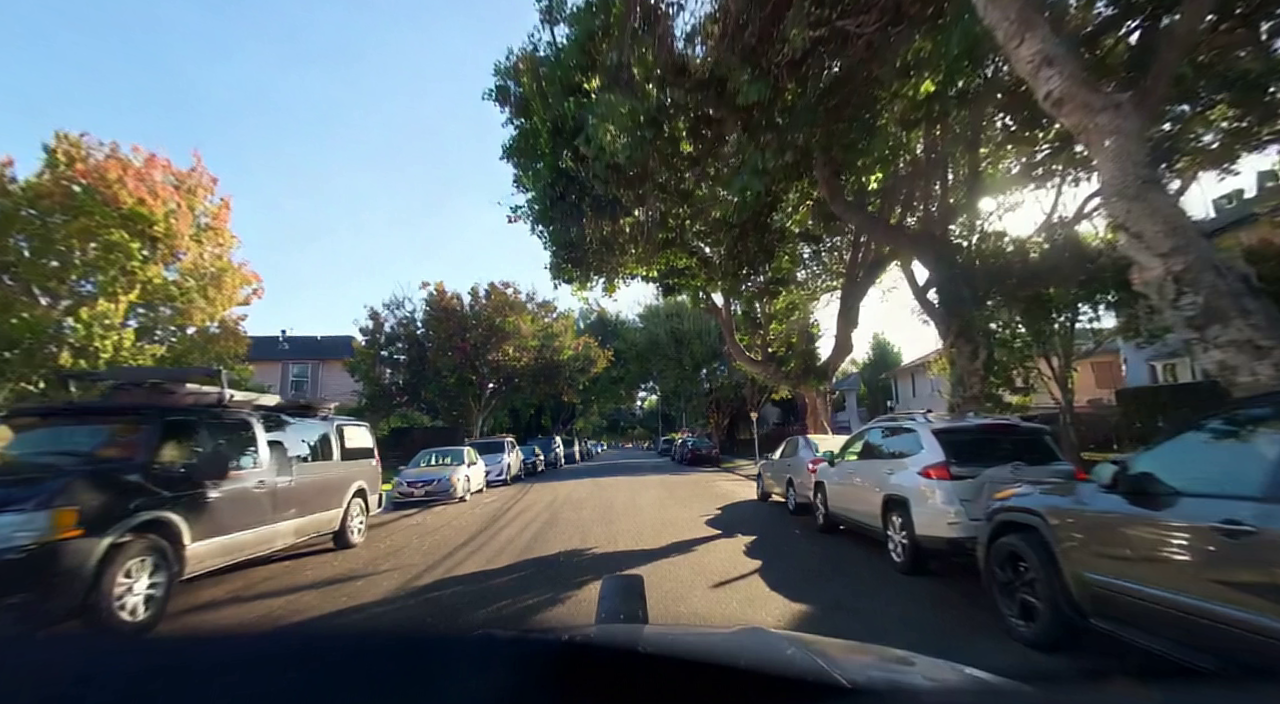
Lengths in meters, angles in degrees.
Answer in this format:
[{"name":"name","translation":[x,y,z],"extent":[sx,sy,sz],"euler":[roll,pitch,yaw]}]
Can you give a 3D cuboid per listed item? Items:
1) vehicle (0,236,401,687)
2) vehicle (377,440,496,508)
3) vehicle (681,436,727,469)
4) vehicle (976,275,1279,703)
[{"name":"vehicle","translation":[-4.959,1.071,6.827],"extent":[2.330,2.676,6.346],"euler":[0,-8,-1]},{"name":"vehicle","translation":[-4.995,3.020,16.195],"extent":[1.901,1.486,4.422],"euler":[1,-8,-5]},{"name":"vehicle","translation":[3.486,5.584,35.365],"extent":[1.994,1.710,4.699],"euler":[0,-8,-1]},{"name":"vehicle","translation":[3.644,0.609,1.866],"extent":[2.251,1.979,5.223],"euler":[0,-8,-2]}]
